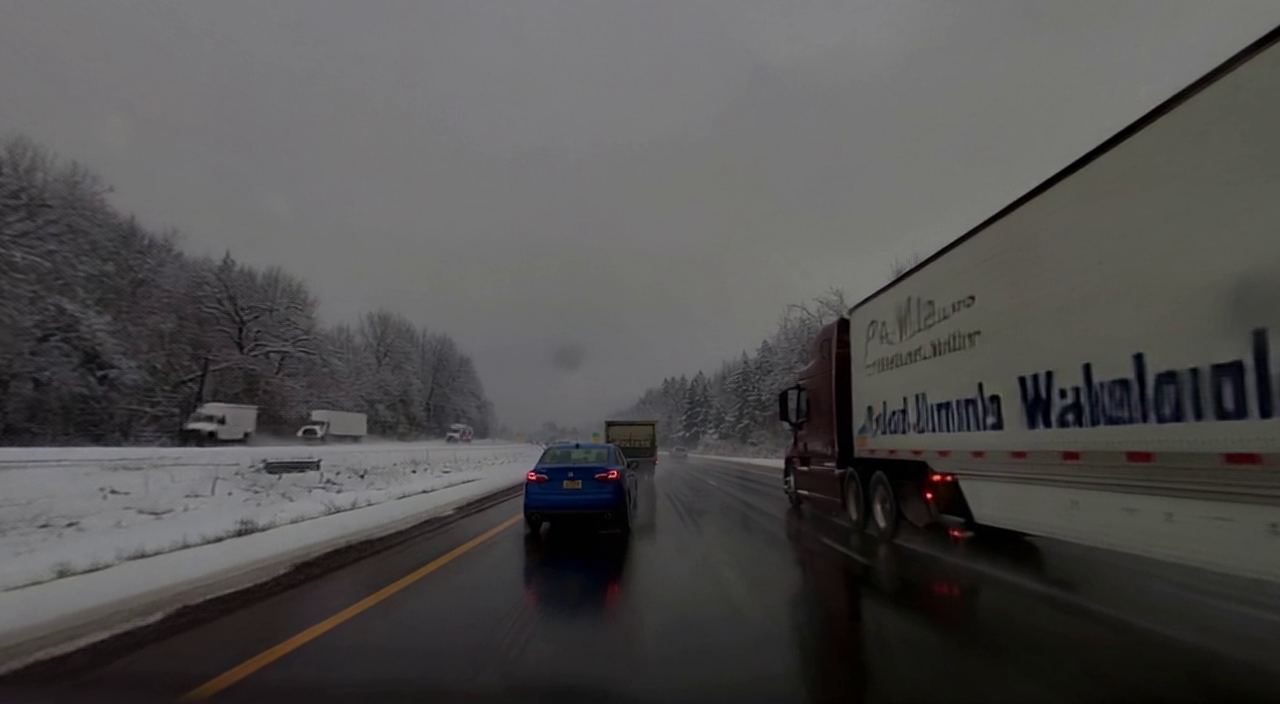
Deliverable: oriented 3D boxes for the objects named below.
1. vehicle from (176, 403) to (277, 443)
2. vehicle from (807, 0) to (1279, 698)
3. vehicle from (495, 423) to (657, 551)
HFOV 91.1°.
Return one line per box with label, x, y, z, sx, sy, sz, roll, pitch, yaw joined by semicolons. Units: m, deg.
vehicle;-22.277;3.947;34.179;2.075;1.926;5.266;0;-9;-3
vehicle;4.891;0.181;5.691;2.825;4.043;14.051;0;-9;0
vehicle;-0.769;1.995;9.862;2.038;1.582;3.729;-1;-9;1
